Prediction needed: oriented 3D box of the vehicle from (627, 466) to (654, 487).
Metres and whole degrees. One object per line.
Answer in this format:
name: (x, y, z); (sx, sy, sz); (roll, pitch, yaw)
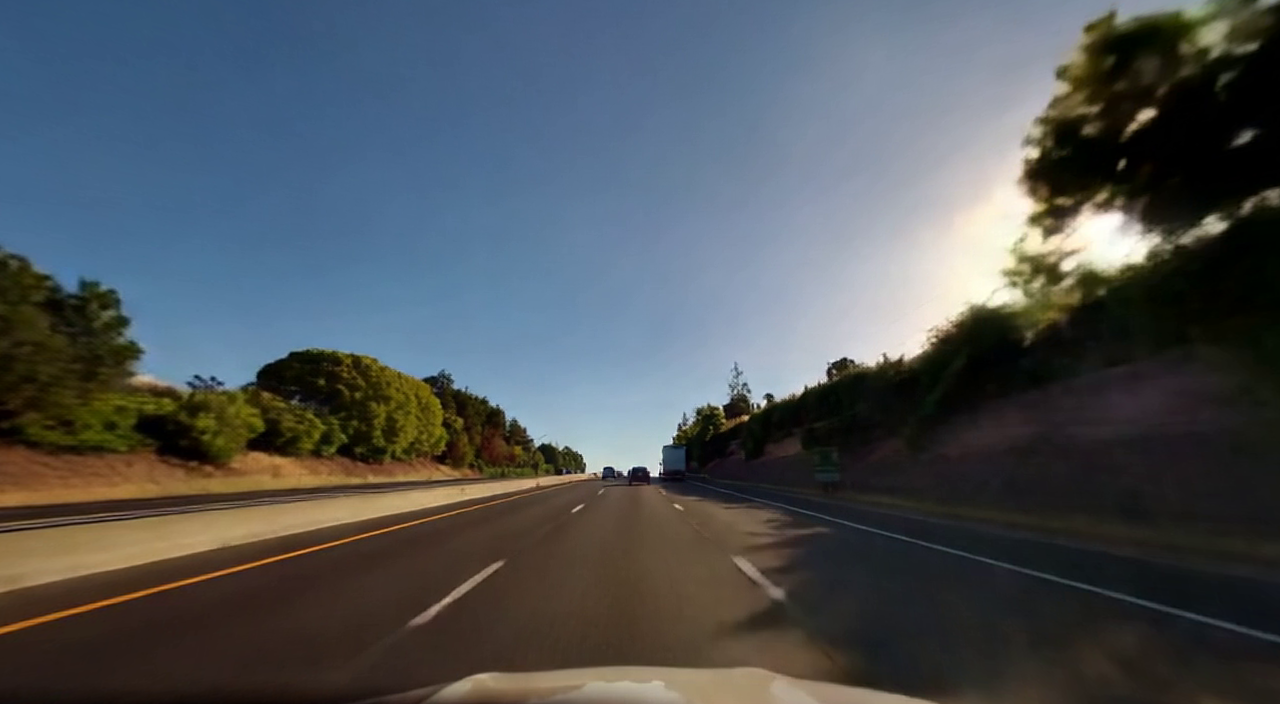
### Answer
vehicle: (0.037, 9.592, 48.586); (2.015, 1.478, 3.920); (1, -10, -1)
